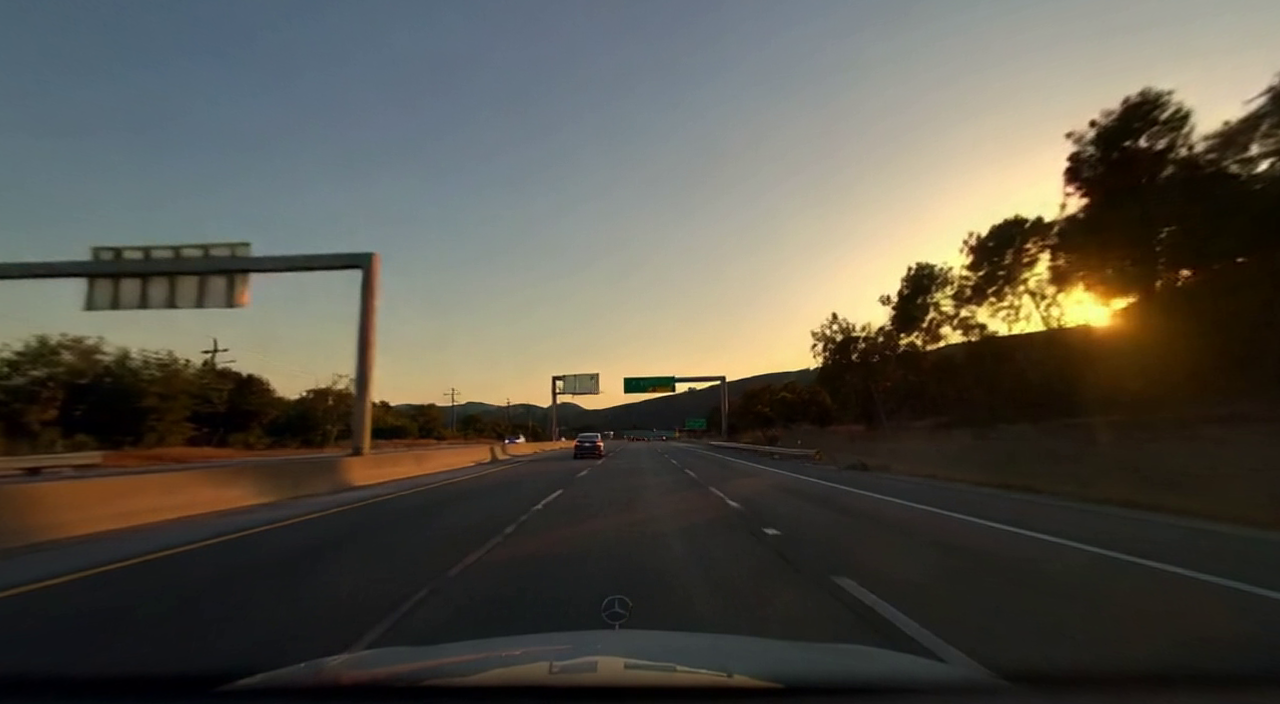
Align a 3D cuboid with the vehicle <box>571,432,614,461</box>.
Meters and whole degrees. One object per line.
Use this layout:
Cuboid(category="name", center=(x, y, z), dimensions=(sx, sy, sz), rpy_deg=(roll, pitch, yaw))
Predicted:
Cuboid(category="vehicle", center=(-2.791, 5.663, 37.991), dimensions=(2.148, 1.603, 4.513), rpy_deg=(0, -8, 1))
